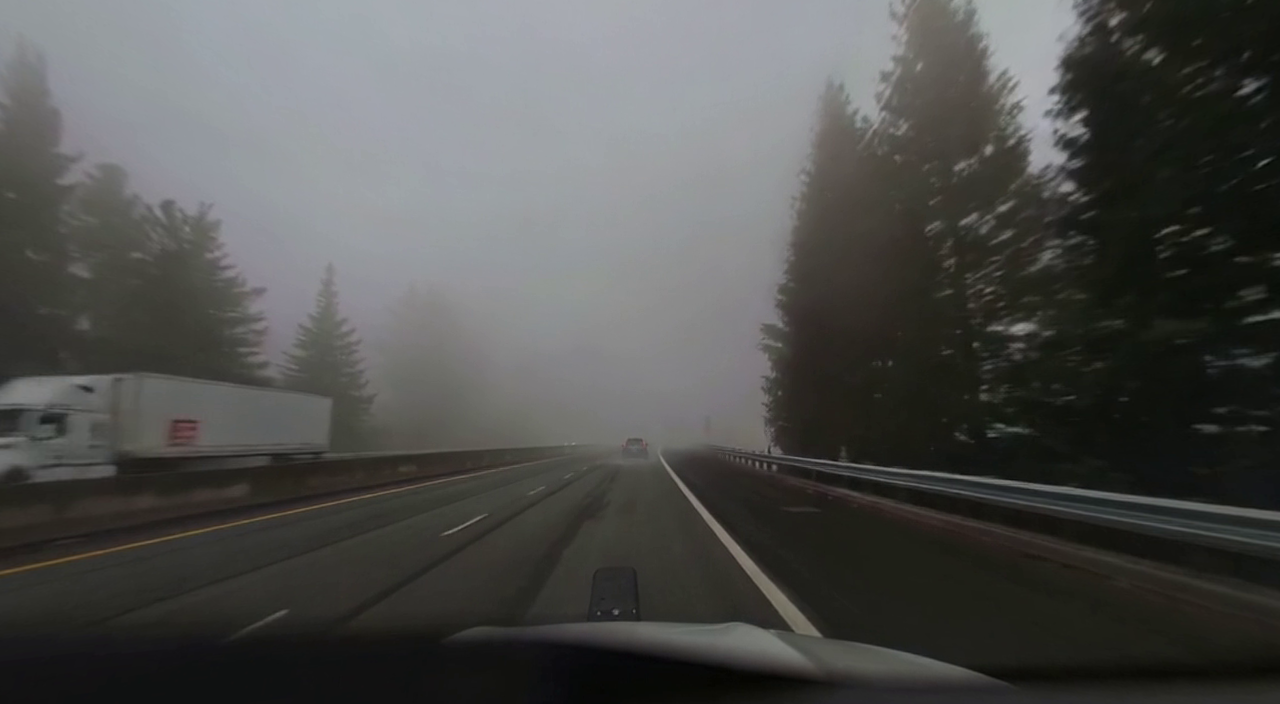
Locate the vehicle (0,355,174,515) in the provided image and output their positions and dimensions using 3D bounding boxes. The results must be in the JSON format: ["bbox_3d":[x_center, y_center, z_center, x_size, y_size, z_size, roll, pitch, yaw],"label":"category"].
[{"bbox_3d":[-17.561,2.474,18.471,3.016,3.977,5.961,0,-8,0],"label":"vehicle"}]
